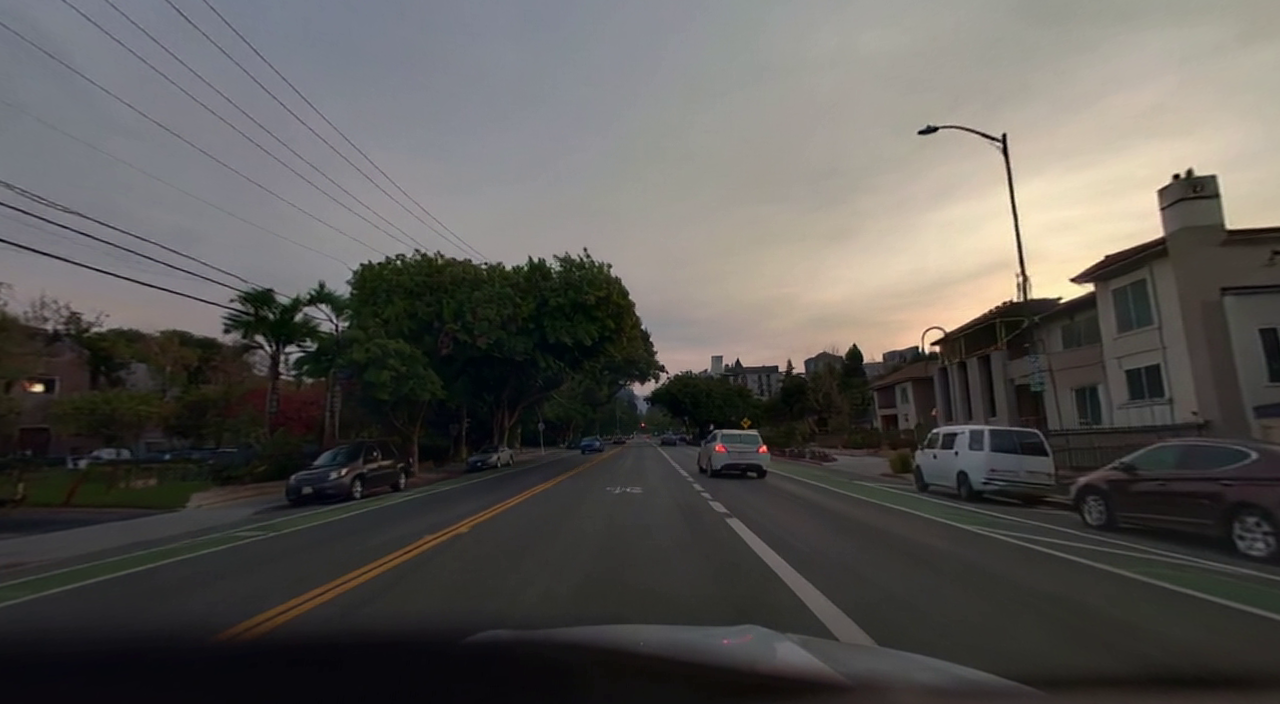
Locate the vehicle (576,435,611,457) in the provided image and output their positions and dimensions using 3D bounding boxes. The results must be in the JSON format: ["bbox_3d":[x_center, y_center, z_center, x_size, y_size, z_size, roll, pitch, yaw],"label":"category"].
[{"bbox_3d":[-3.485,7.099,47.725,2.054,1.506,4.325,-1,-8,4],"label":"vehicle"}]

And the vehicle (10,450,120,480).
[{"bbox_3d":[-32.005,6.283,35.321,1.746,1.479,4.603,-1,-8,2],"label":"vehicle"}]

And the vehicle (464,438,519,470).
[{"bbox_3d":[-8.906,6.149,38.213,2.228,1.825,4.522,0,-8,-1],"label":"vehicle"}]

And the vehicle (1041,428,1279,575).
[{"bbox_3d":[7.550,1.799,8.070,1.862,1.492,4.571,2,-8,0],"label":"vehicle"}]

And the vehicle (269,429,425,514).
[{"bbox_3d":[-8.940,3.595,19.939,2.419,2.087,5.334,-3,-6,0],"label":"vehicle"}]

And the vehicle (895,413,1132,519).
[{"bbox_3d":[7.939,2.473,14.311,2.133,1.911,5.455,-1,-8,2],"label":"vehicle"}]

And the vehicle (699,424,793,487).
[{"bbox_3d":[3.103,3.151,19.531,2.004,1.704,4.573,0,-8,-1],"label":"vehicle"}]
